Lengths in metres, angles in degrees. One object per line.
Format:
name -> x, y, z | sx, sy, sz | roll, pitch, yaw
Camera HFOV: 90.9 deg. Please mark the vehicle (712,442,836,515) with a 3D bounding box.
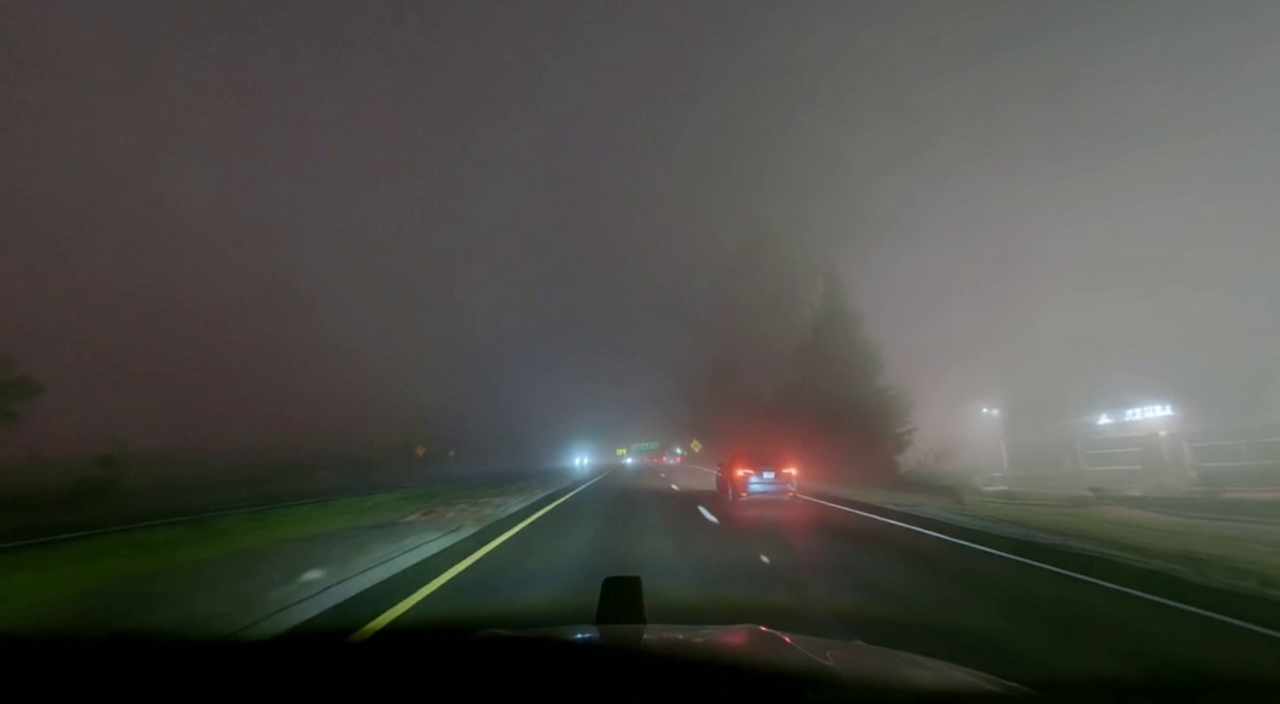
vehicle -> 3.114, 3.052, 15.753 | 2.042, 1.518, 4.477 | 1, -9, -1
